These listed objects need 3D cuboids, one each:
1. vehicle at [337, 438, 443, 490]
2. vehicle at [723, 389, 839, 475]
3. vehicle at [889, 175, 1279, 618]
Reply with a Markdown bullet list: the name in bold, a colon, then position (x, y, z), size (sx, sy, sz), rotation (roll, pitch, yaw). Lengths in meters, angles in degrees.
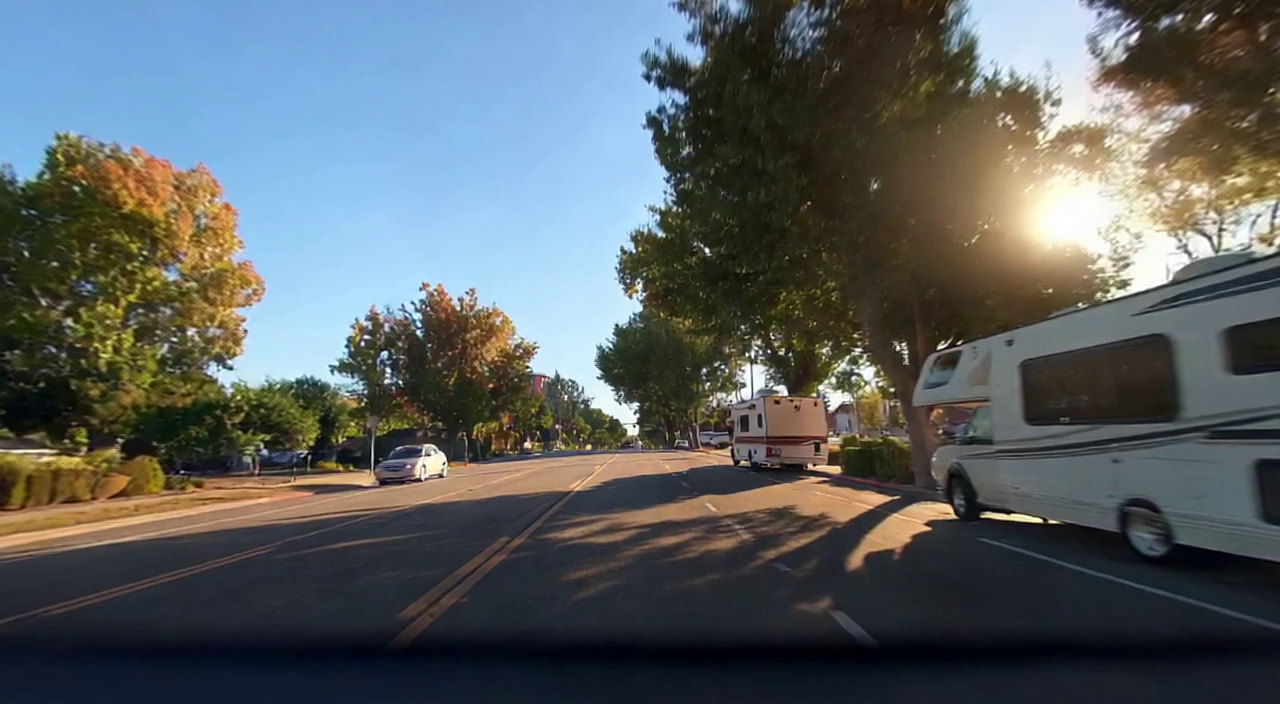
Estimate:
- **vehicle**: position (-9.944, 4.466, 25.658), size (2.391, 1.843, 4.764), rotation (-2, -8, -1)
- **vehicle**: position (6.046, 3.781, 29.086), size (2.944, 3.252, 9.712), rotation (0, -9, -1)
- **vehicle**: position (6.151, 0.828, 8.047), size (2.818, 3.236, 7.567), rotation (0, -8, 0)
